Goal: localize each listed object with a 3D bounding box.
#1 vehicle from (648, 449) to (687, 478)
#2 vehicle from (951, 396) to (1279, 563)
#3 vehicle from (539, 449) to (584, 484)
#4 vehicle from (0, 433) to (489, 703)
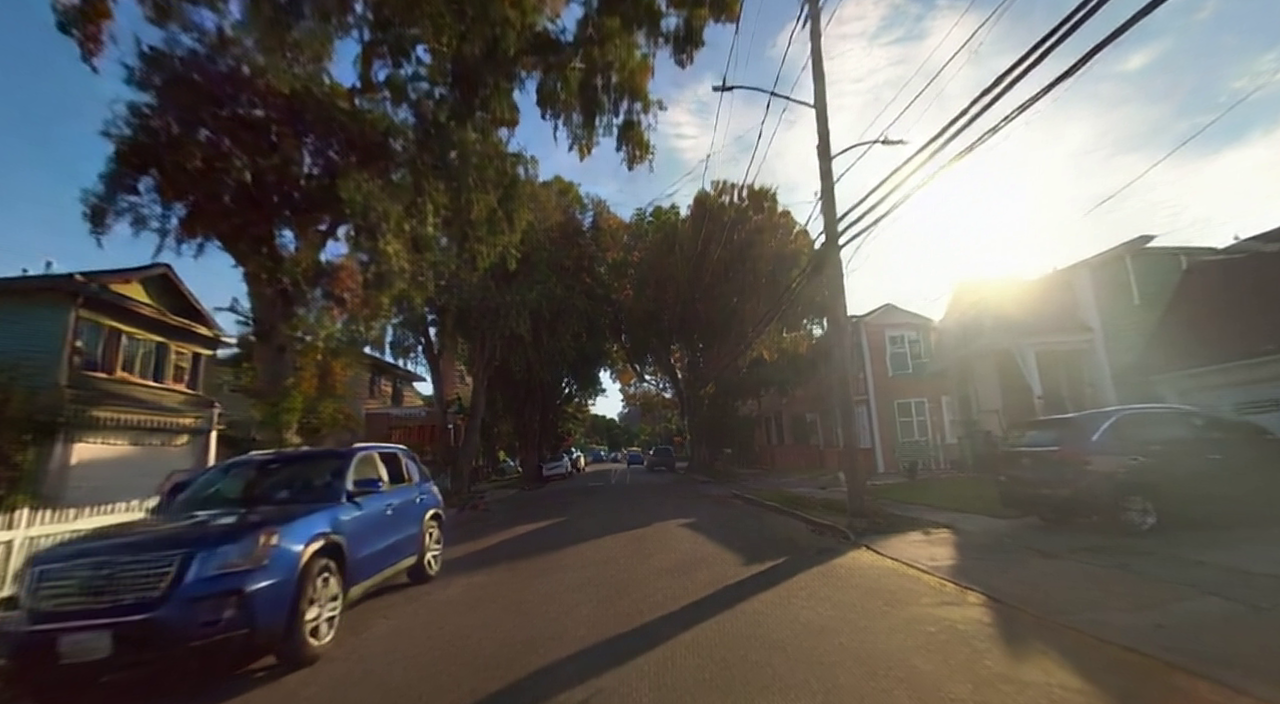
[{"bbox_3d":[1.801,7.555,43.153,2.129,1.873,4.471,0,-9,-4],"label":"vehicle"},{"bbox_3d":[7.971,1.867,9.587,5.274,2.170,2.205,0,-10,-4],"label":"vehicle"},{"bbox_3d":[-4.394,6.415,35.836,2.082,1.759,4.541,-2,-8,-1],"label":"vehicle"},{"bbox_3d":[-3.253,1.827,6.373,2.204,1.655,4.813,-7,-8,-2],"label":"vehicle"}]
